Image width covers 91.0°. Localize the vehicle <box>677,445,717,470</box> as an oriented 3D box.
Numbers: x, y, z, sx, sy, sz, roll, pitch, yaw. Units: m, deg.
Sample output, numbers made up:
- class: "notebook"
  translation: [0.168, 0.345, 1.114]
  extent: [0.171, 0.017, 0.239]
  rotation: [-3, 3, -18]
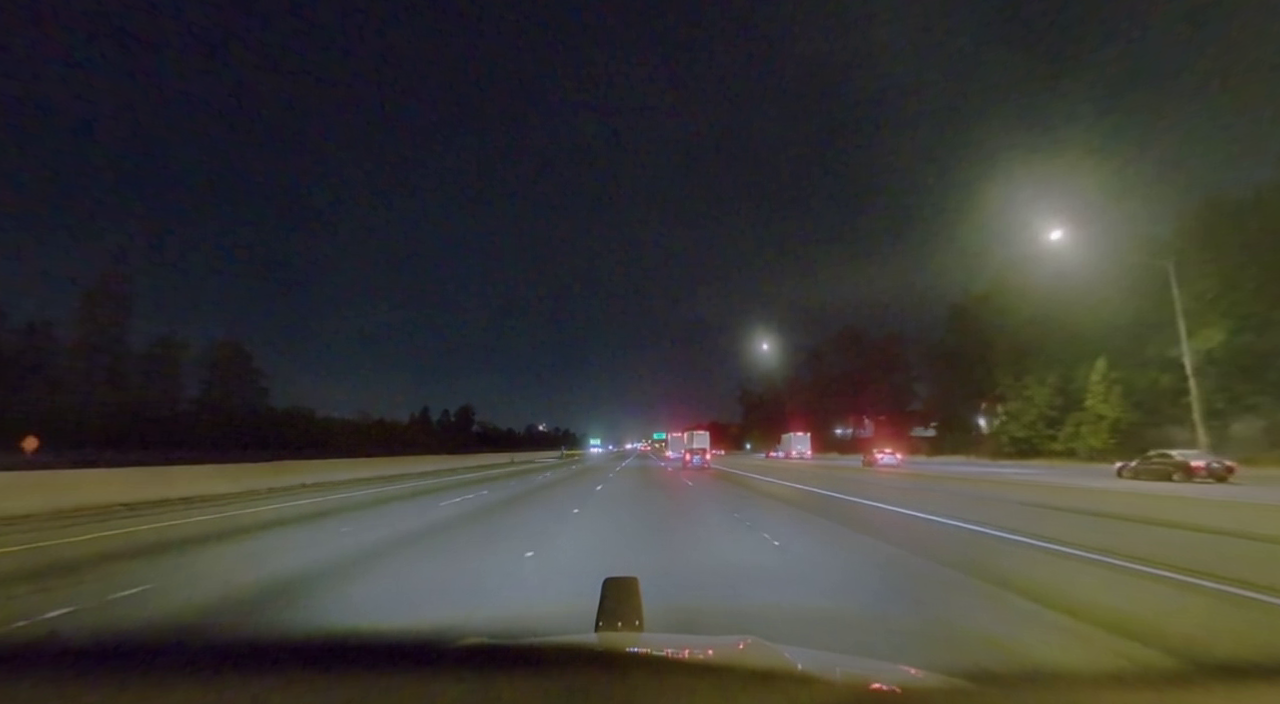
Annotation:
- class: "vehicle"
  translation: [3.532, 6.642, 39.834]
  extent: [2.033, 1.501, 4.398]
  rotation: [0, -9, -1]
